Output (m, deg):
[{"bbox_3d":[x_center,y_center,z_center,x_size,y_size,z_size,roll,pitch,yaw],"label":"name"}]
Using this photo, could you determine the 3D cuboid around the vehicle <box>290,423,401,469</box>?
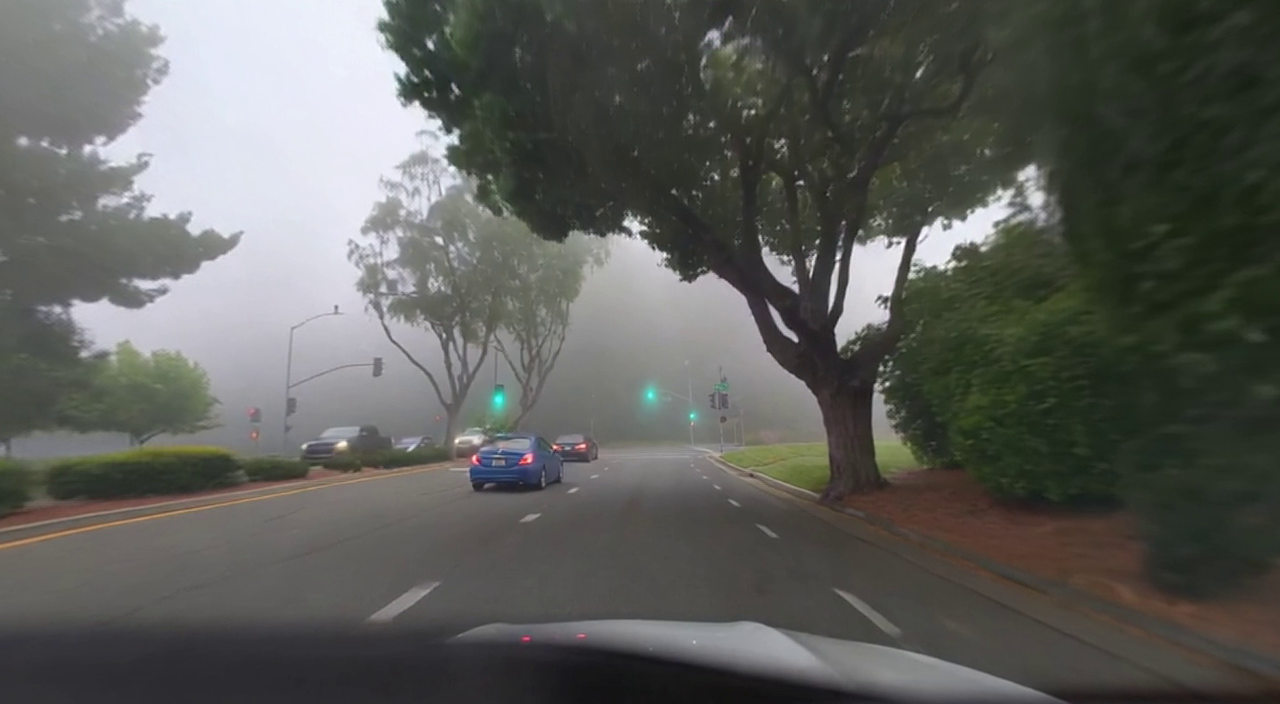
[{"bbox_3d":[-16.000,5.199,34.970,2.734,2.261,6.993,0,-8,1],"label":"vehicle"}]

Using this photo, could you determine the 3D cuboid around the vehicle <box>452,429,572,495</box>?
[{"bbox_3d":[-3.188,2.856,16.819,2.038,1.486,4.678,0,-8,2],"label":"vehicle"}]

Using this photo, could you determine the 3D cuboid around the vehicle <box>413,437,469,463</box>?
[{"bbox_3d":[-12.158,5.996,38.865,1.966,1.496,4.470,0,-8,1],"label":"vehicle"}]
